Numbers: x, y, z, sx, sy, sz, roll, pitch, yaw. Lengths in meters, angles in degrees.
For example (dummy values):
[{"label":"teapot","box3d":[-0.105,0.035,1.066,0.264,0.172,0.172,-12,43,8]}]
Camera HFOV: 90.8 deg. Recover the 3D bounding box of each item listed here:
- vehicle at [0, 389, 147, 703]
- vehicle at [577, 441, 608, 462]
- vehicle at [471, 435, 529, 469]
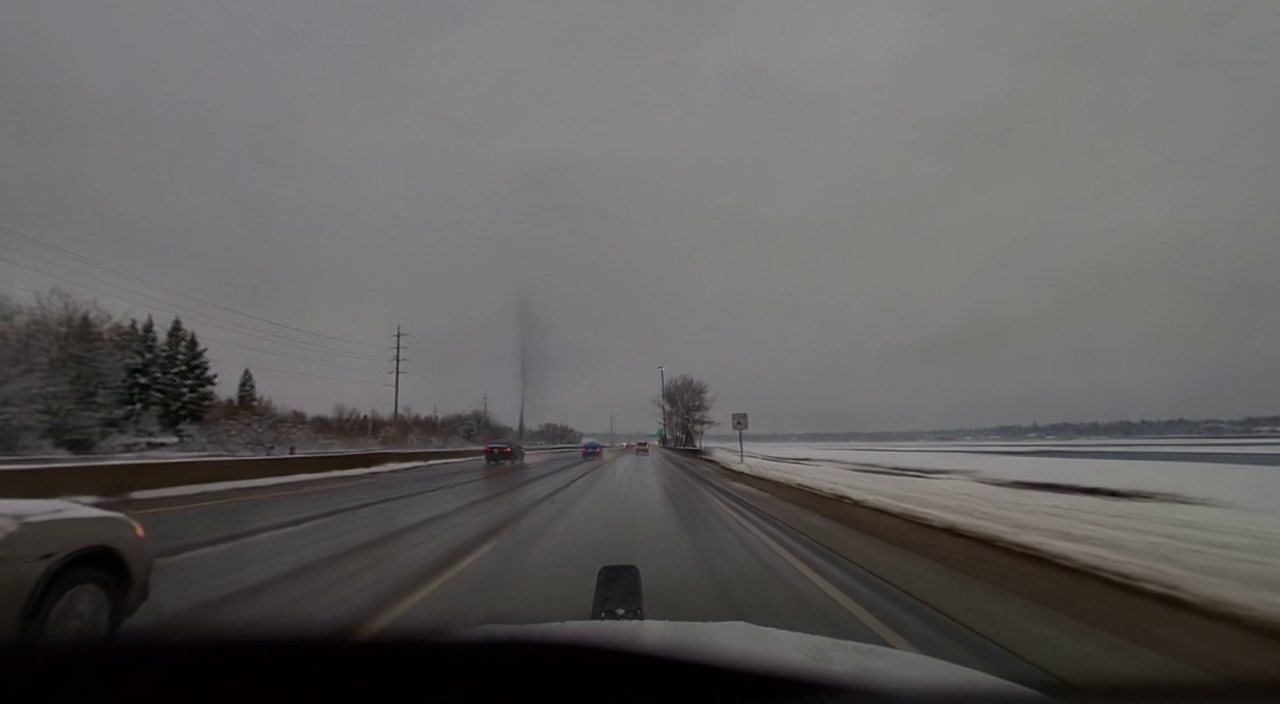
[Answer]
[{"label":"vehicle","box3d":[-3.629,0.684,1.027,2.015,1.501,4.454,0,-8,0]},{"label":"vehicle","box3d":[-3.483,7.404,47.037,1.957,1.494,4.207,0,-8,1]},{"label":"vehicle","box3d":[-7.460,5.369,34.063,2.050,1.717,4.418,0,-8,1]}]
